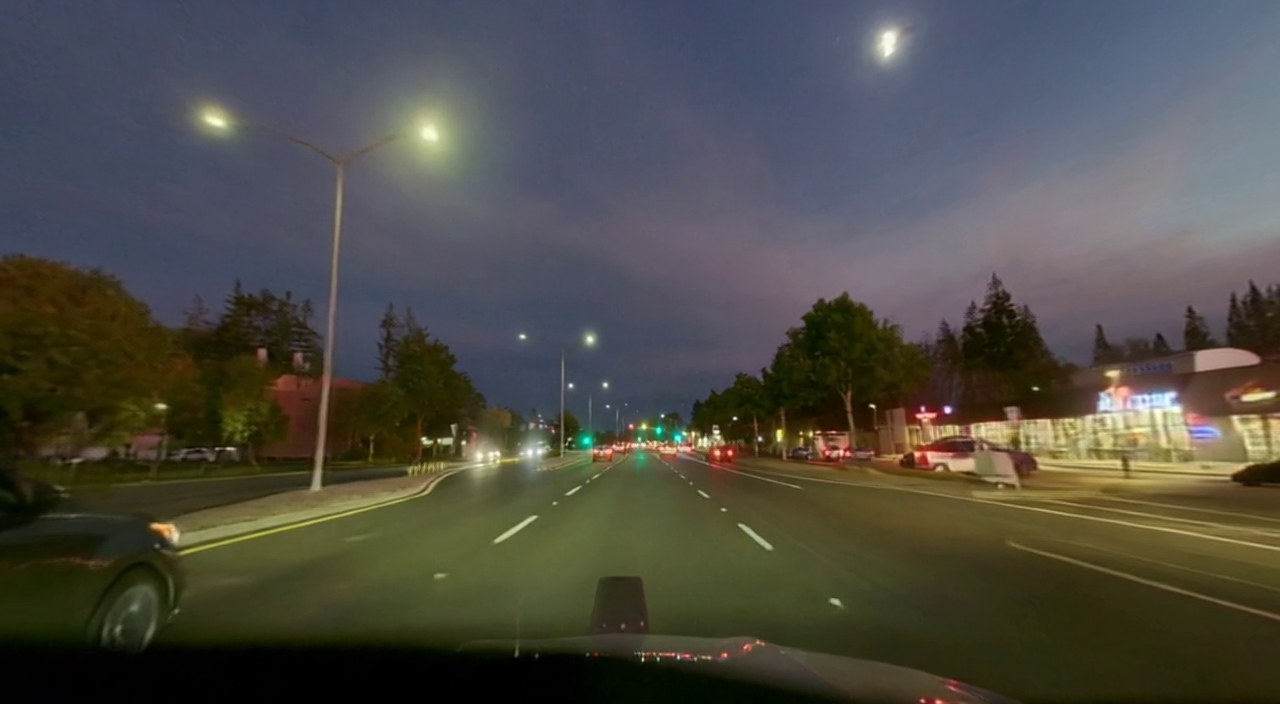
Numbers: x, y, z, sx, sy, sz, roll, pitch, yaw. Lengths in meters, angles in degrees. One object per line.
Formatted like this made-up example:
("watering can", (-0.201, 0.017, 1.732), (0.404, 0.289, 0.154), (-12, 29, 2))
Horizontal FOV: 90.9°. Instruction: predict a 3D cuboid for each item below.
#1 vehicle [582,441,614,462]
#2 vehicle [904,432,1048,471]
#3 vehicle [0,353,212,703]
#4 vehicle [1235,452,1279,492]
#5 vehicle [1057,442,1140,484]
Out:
("vehicle", (-3.053, 7.366, 46.837), (2.005, 1.446, 4.265), (0, -8, 1))
("vehicle", (15.977, 4.746, 30.343), (1.691, 1.670, 5.790), (4, -9, -39))
("vehicle", (-3.537, 0.705, 1.658), (1.983, 1.635, 3.957), (0, -8, 0))
("vehicle", (24.401, 4.583, 24.331), (1.889, 1.399, 4.444), (-8, -11, 43))
("vehicle", (20.656, 4.919, 28.315), (4.947, 1.673, 2.102), (8, -12, -44))
